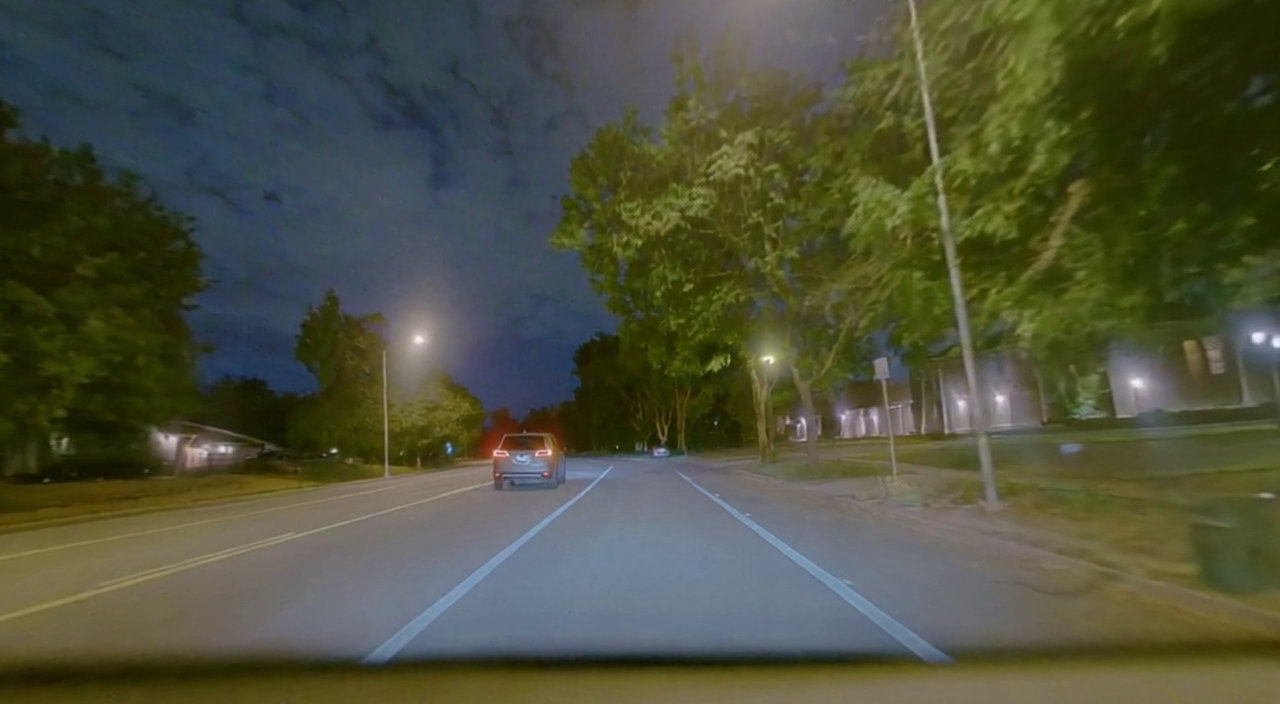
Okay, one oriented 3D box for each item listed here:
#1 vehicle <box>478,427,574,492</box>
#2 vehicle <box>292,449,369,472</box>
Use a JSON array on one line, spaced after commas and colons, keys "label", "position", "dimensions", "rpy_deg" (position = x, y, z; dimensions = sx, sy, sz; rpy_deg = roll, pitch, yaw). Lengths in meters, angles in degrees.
[{"label": "vehicle", "position": [-3.407, 3.293, 19.839], "dimensions": [2.175, 1.772, 4.442], "rpy_deg": [-1, -8, 0]}, {"label": "vehicle", "position": [-22.033, 7.722, 45.040], "dimensions": [4.525, 1.455, 1.821], "rpy_deg": [0, -8, -4]}]
